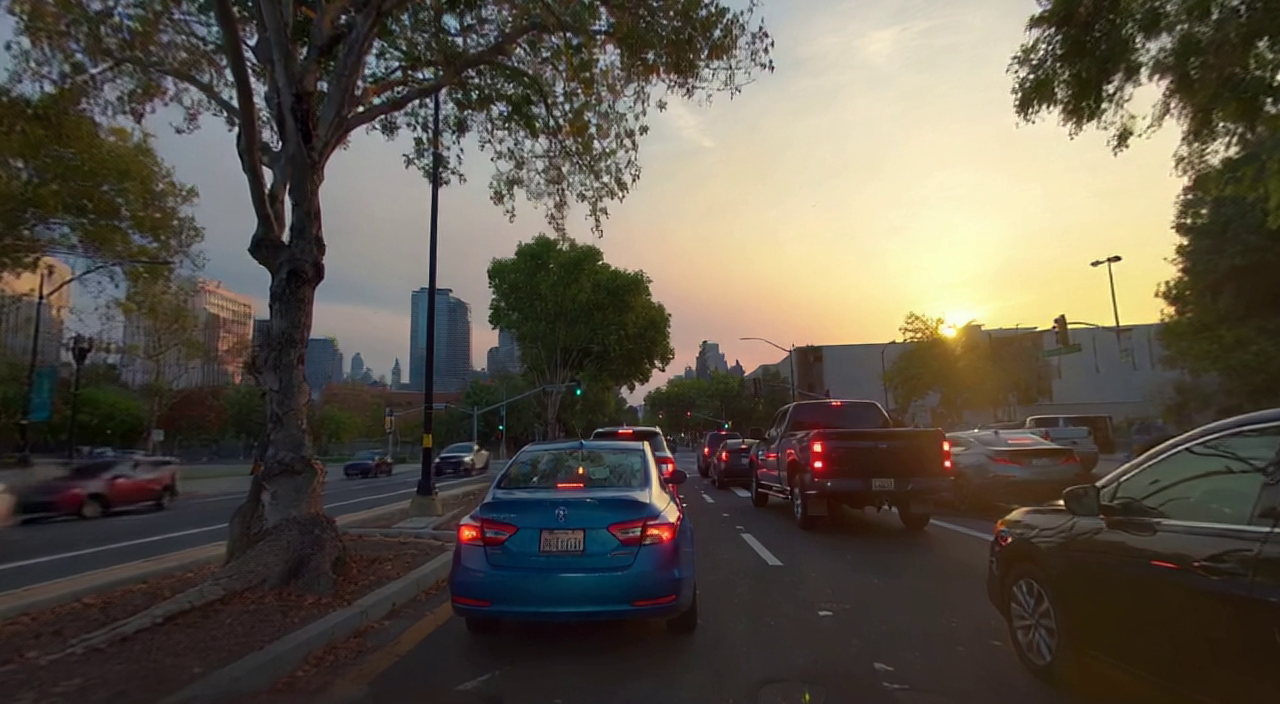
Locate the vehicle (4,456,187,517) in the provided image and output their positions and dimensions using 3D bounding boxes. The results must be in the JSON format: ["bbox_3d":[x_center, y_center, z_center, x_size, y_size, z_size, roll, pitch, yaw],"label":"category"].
[{"bbox_3d":[-15.831,3.892,18.599,1.792,1.527,4.002,0,-9,0],"label":"vehicle"}]

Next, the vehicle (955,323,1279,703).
[{"bbox_3d":[3.165,0.756,2.064,1.982,1.709,4.427,0,-9,1],"label":"vehicle"}]

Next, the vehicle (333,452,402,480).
[{"bbox_3d":[-16.152,6.750,37.428,1.921,1.499,4.566,0,-9,2],"label":"vehicle"}]

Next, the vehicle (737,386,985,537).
[{"bbox_3d":[3.524,1.952,11.688,2.444,2.098,5.766,0,-9,-1],"label":"vehicle"}]

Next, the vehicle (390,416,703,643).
[{"bbox_3d":[-0.577,1.495,6.314,2.111,1.506,4.018,0,-9,2],"label":"vehicle"}]
